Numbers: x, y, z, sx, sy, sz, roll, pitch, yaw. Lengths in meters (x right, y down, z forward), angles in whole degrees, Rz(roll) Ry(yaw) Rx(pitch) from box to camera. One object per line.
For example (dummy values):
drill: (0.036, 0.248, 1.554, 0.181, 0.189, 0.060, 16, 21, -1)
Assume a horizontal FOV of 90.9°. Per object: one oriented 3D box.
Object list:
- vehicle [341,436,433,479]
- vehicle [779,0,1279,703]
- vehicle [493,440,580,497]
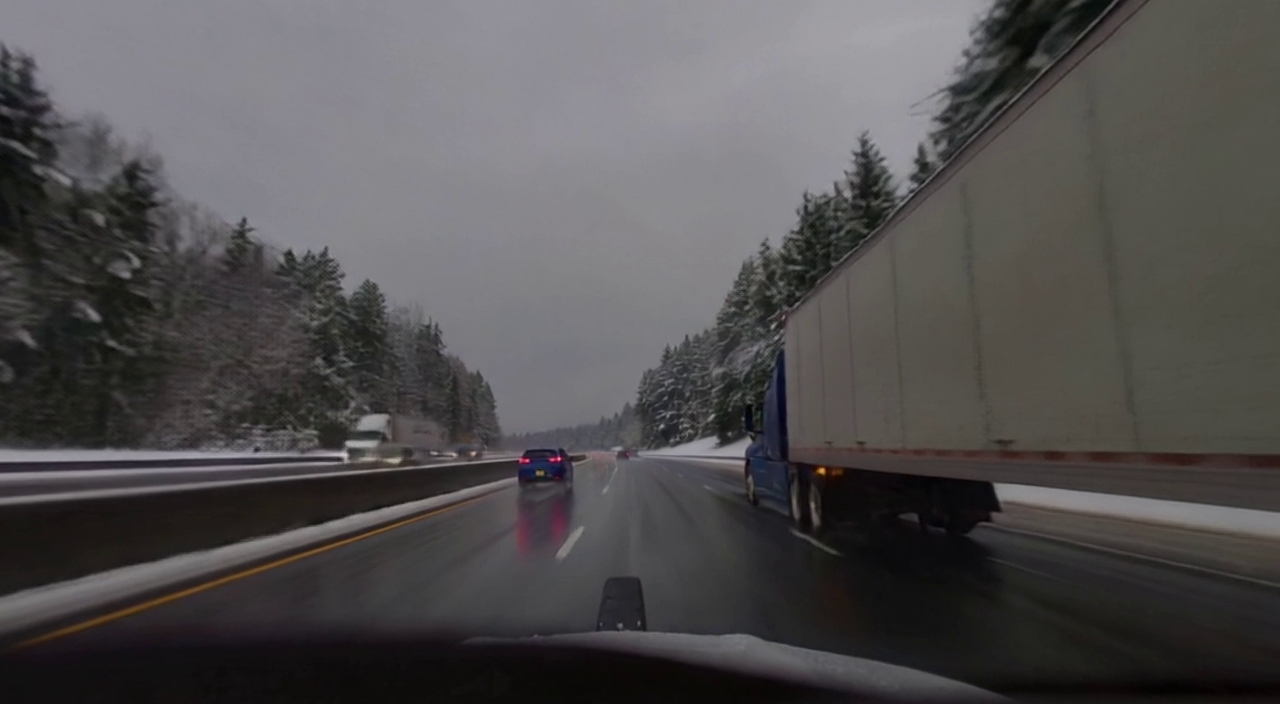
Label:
vehicle: (-10.678, 4.508, 26.965, 2.039, 1.645, 4.443, -1, -9, 1)
vehicle: (4.503, -0.386, 3.372, 3.532, 4.201, 17.611, 0, -9, 0)
vehicle: (-3.255, 3.795, 20.822, 2.115, 1.670, 4.261, 0, -9, 0)
